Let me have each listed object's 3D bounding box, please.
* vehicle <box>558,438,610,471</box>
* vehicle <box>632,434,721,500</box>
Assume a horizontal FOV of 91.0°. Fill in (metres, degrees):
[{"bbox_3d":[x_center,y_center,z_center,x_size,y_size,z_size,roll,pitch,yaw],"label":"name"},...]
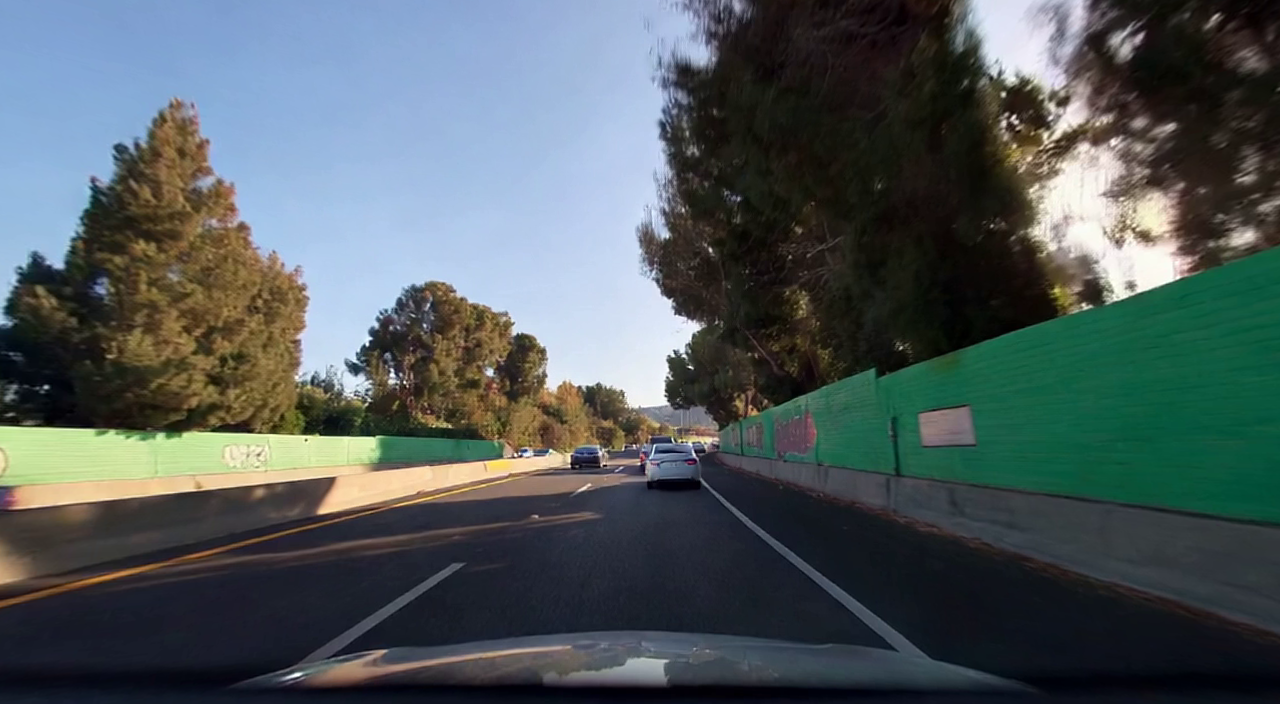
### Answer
[{"bbox_3d":[-2.762,5.154,31.892,2.105,1.571,3.727,0,-8,2],"label":"vehicle"},{"bbox_3d":[0.875,2.976,16.754,2.077,1.533,3.854,0,-8,1],"label":"vehicle"}]
